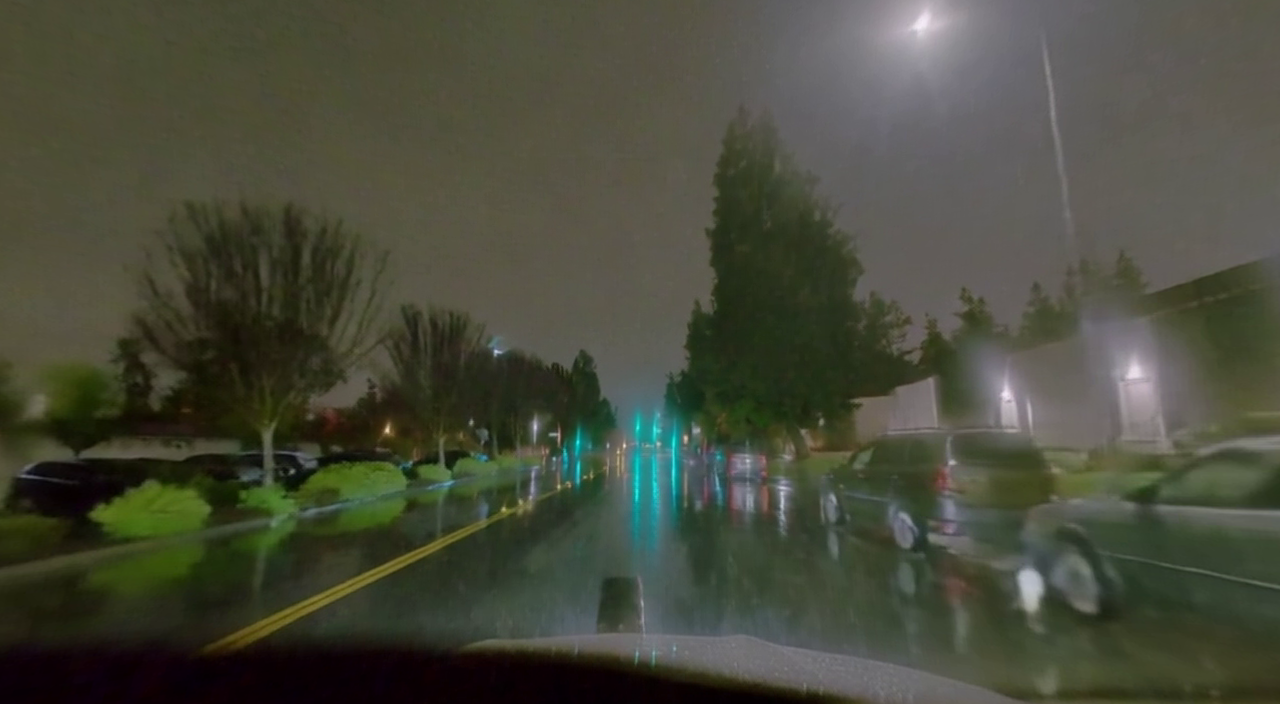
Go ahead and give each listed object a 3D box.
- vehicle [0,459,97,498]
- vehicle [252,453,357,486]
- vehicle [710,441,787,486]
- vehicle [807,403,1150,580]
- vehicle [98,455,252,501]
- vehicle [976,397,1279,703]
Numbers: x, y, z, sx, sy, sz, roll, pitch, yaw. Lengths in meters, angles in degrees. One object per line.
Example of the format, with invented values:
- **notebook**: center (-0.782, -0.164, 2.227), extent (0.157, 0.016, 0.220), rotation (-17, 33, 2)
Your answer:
- **vehicle**: center (-26.404, 5.405, 27.097), extent (4.376, 1.523, 1.781), rotation (5, -10, -32)
- **vehicle**: center (-15.866, 5.528, 29.907), extent (4.181, 1.467, 1.851), rotation (-3, -9, 16)
- **vehicle**: center (4.076, 4.281, 24.663), extent (1.952, 1.538, 5.215), rotation (0, -8, -1)
- **vehicle**: center (3.935, 1.700, 8.469), extent (2.104, 1.726, 4.288), rotation (0, -8, -1)
- **vehicle**: center (-16.209, 4.344, 22.066), extent (4.491, 1.455, 1.959), rotation (-3, -9, 18)
- **vehicle**: center (4.055, 0.991, 3.121), extent (1.933, 1.528, 5.006), rotation (0, -8, -1)
